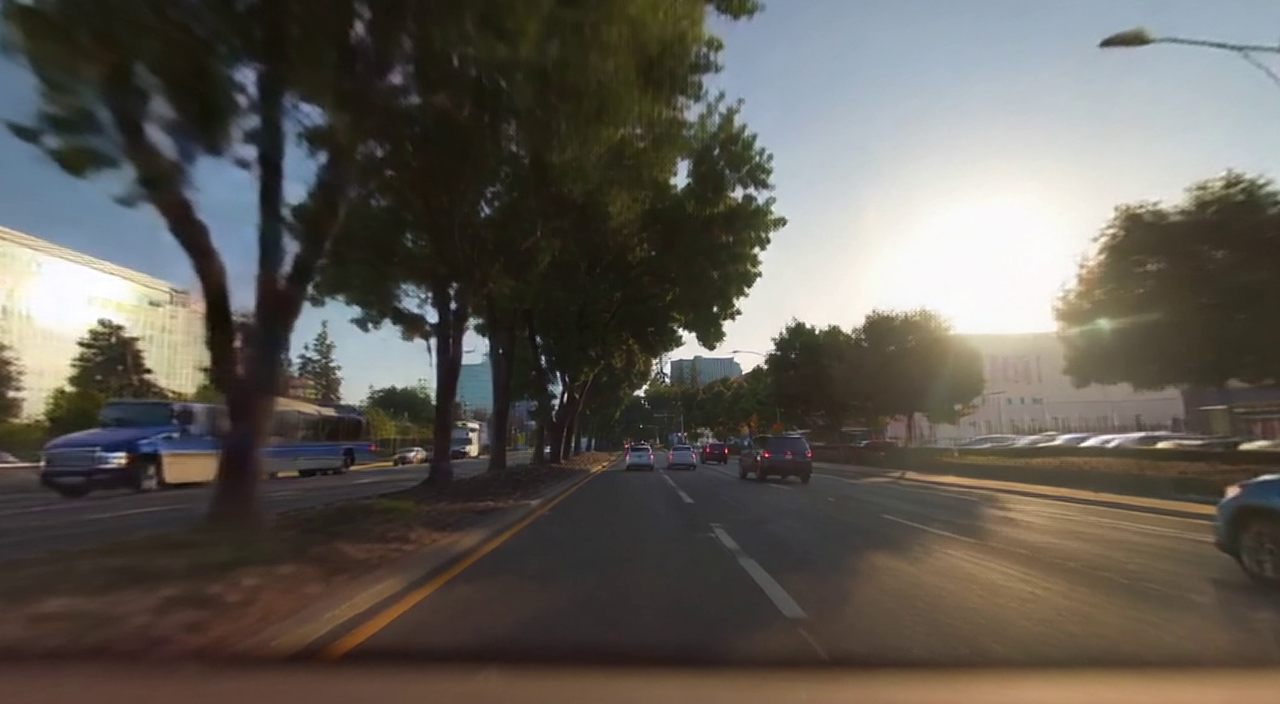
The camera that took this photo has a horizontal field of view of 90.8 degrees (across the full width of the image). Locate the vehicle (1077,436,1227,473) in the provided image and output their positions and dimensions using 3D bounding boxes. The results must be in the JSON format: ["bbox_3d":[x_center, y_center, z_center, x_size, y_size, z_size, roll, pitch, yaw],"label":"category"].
[{"bbox_3d":[20.346,4.068,25.250,4.342,1.388,1.946,0,-8,-2],"label":"vehicle"}]

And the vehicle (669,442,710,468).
[{"bbox_3d":[2.776,5.869,36.081,1.970,1.402,3.756,0,-8,-1],"label":"vehicle"}]

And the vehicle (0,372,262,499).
[{"bbox_3d":[-19.131,3.304,24.561,2.999,4.017,8.806,-1,-8,2],"label":"vehicle"}]

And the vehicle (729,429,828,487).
[{"bbox_3d":[4.734,3.698,22.401,2.140,1.811,4.593,0,-8,-4],"label":"vehicle"}]

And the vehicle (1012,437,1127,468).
[{"bbox_3d":[20.781,4.862,30.674,4.176,1.386,1.865,0,-8,-1],"label":"vehicle"}]

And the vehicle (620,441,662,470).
[{"bbox_3d":[0.032,5.467,33.454,2.056,1.440,3.798,0,-8,-1],"label":"vehicle"}]
